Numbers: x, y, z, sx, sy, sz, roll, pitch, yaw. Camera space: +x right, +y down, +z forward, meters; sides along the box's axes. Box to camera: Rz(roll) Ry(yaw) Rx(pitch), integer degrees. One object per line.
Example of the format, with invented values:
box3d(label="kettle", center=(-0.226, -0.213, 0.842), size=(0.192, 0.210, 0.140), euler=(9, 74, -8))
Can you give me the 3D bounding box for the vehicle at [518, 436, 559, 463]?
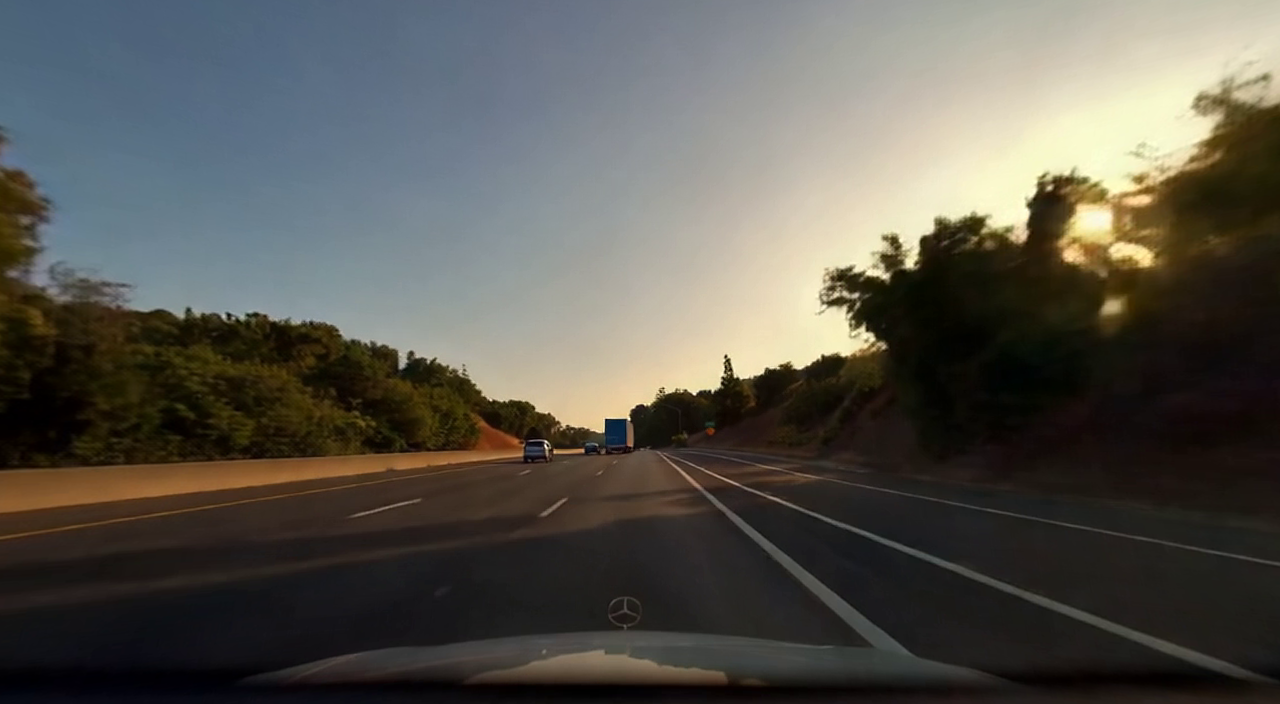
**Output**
box3d(label="vehicle", center=(-7.039, 6.843, 44.365), size=(2.043, 1.828, 4.436), euler=(0, -8, 1))
